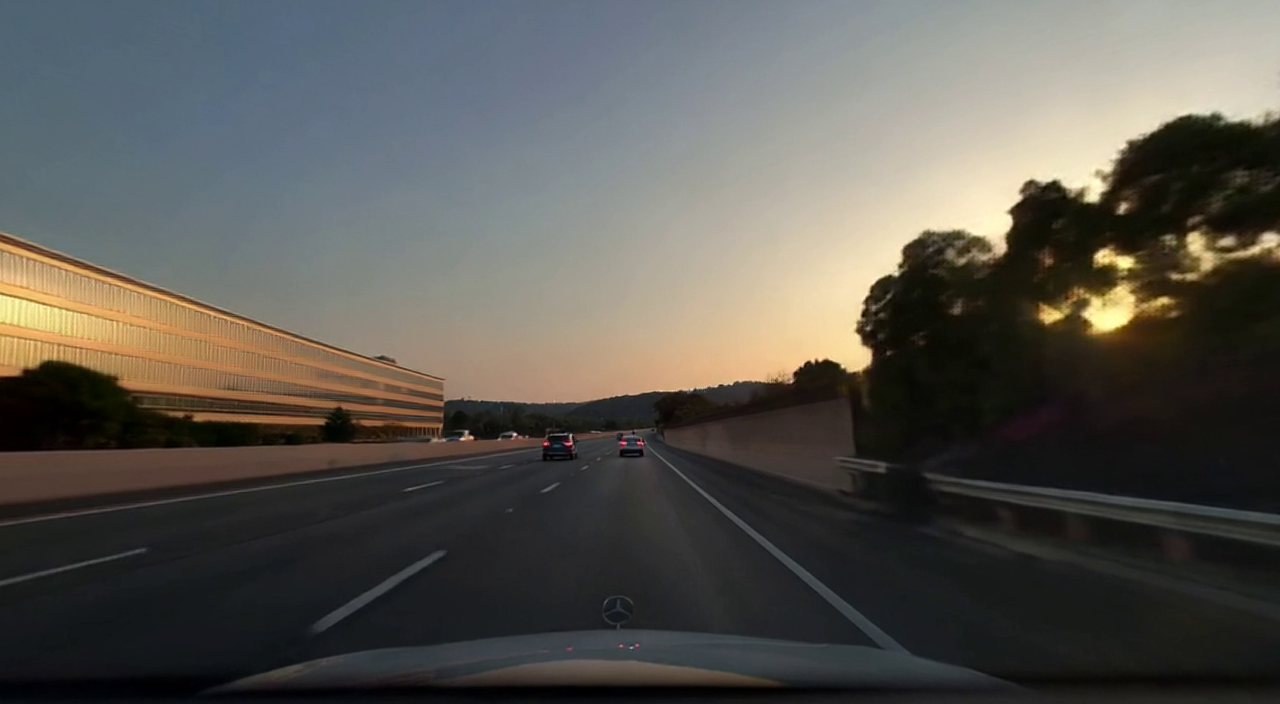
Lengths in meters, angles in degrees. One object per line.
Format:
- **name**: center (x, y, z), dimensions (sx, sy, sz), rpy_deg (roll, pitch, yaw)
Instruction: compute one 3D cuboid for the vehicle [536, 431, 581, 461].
- **vehicle**: center (-4.669, 5.458, 36.543), dimensions (2.036, 1.612, 4.510), rpy_deg (0, -8, 0)
